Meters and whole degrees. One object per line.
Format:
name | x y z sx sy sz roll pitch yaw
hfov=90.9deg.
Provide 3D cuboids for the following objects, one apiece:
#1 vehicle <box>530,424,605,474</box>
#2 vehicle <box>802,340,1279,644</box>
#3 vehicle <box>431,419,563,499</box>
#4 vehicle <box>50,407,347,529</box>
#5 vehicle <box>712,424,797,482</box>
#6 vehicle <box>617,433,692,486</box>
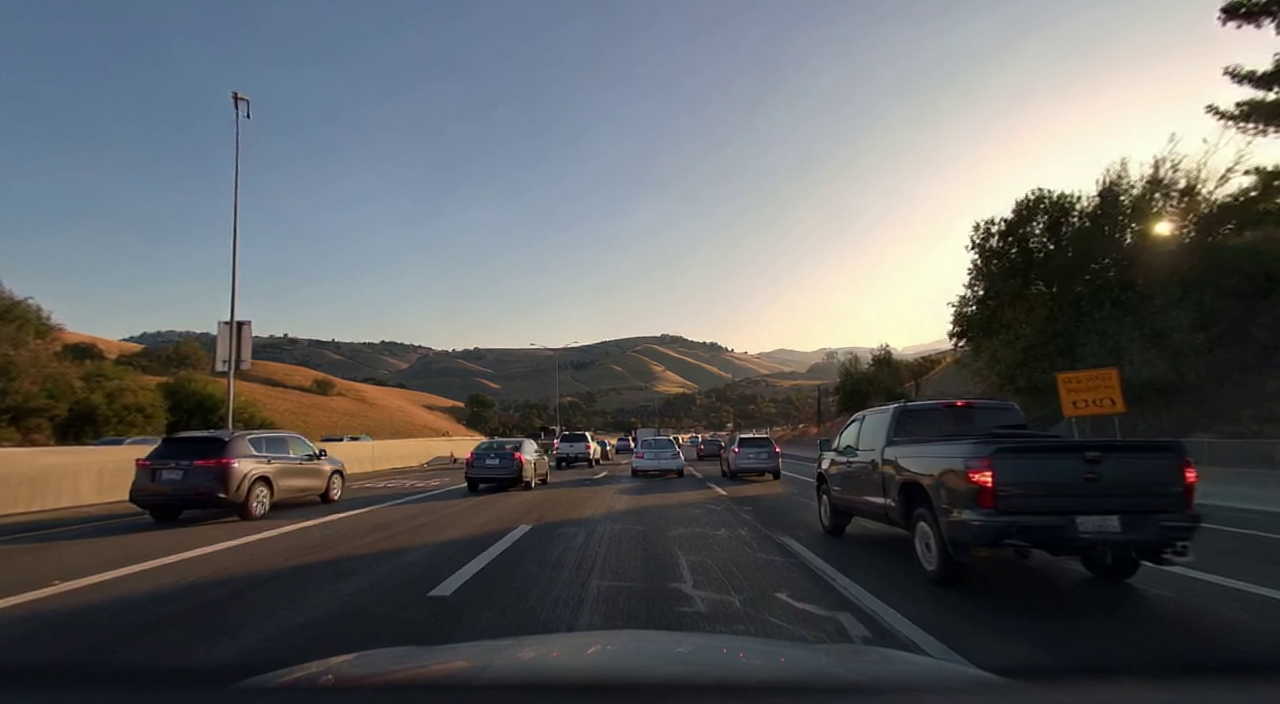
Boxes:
vehicle | -2.961 4.109 26.980 2.301 1.902 5.374 0 -8 3
vehicle | 3.515 1.246 6.666 2.266 1.929 5.194 0 -8 1
vehicle | -3.362 2.629 15.876 2.179 1.723 4.410 0 -8 1
vehicle | -7.713 2.075 11.845 2.017 1.810 4.782 0 -8 1
vehicle | 3.745 3.405 21.500 2.046 1.765 4.534 0 -8 0
vehicle | 0.441 3.330 19.876 2.105 1.471 4.349 0 -8 1
